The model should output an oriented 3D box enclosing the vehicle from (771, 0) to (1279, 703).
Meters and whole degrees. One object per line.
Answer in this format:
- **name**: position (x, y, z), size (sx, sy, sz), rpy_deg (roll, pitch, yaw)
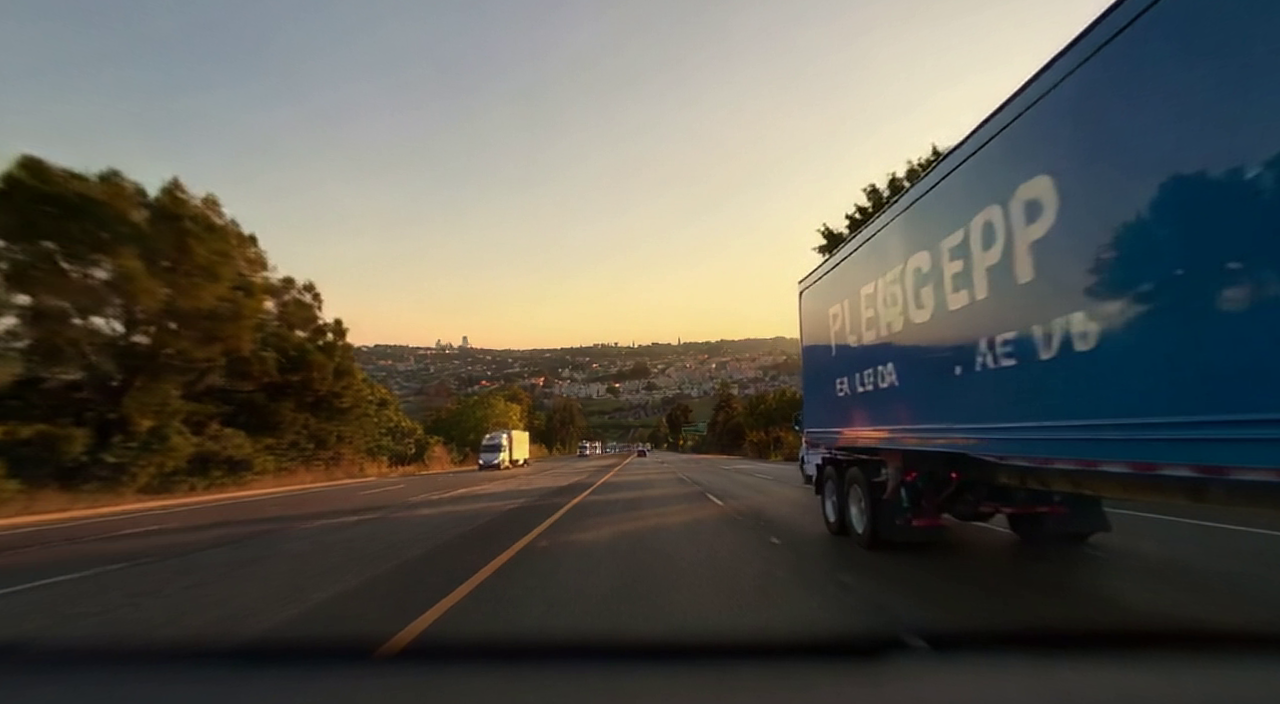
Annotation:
- **vehicle**: position (3.862, 0.212, 7.002), size (2.982, 4.164, 7.753), rpy_deg (0, -9, -1)
